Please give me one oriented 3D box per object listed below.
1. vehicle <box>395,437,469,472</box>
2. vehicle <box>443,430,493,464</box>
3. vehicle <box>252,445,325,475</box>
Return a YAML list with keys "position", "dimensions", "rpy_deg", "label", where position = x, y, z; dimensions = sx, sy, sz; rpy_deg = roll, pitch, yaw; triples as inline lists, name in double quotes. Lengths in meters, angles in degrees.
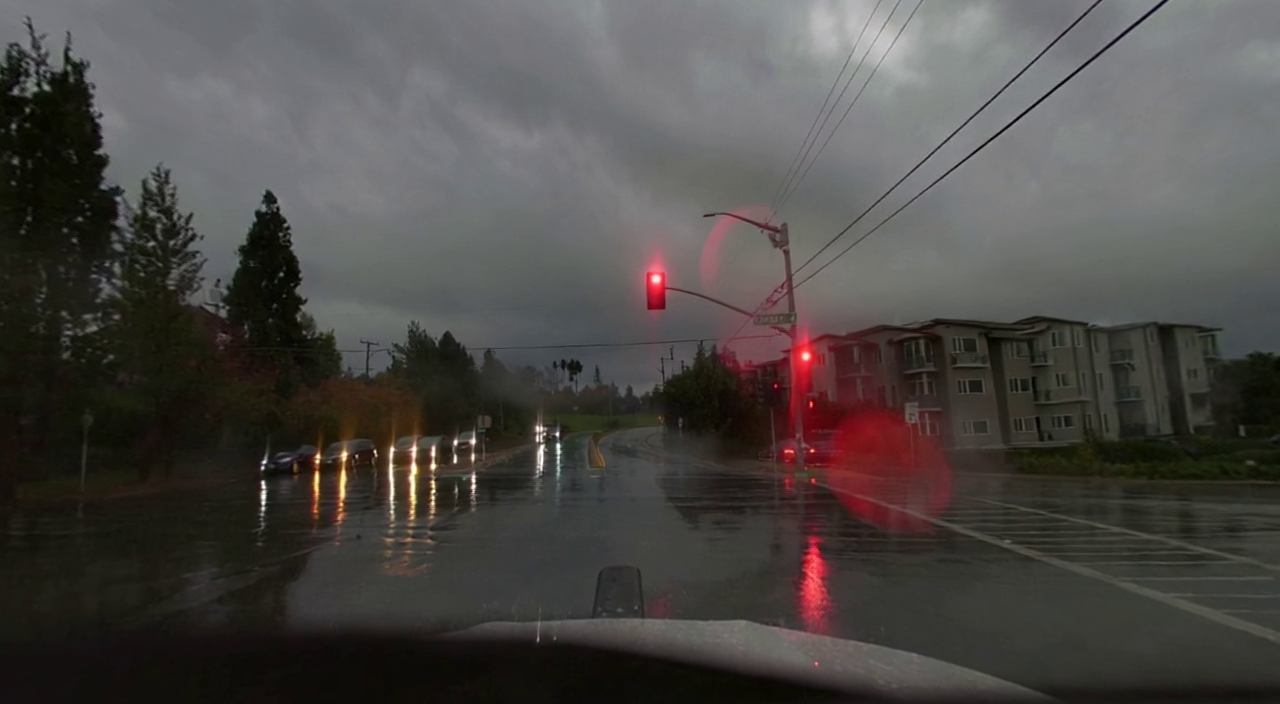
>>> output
- position: [-9.673, 4.801, 29.787]
  dimensions: [2.116, 1.521, 4.294]
  rpy_deg: [0, -9, -2]
  label: "vehicle"
- position: [-9.782, 5.458, 36.176]
  dimensions: [1.910, 1.818, 4.057]
  rpy_deg: [0, -9, -3]
  label: "vehicle"
- position: [-21.057, 6.470, 38.099]
  dimensions: [1.981, 1.628, 4.336]
  rpy_deg: [0, -9, -1]
  label: "vehicle"
